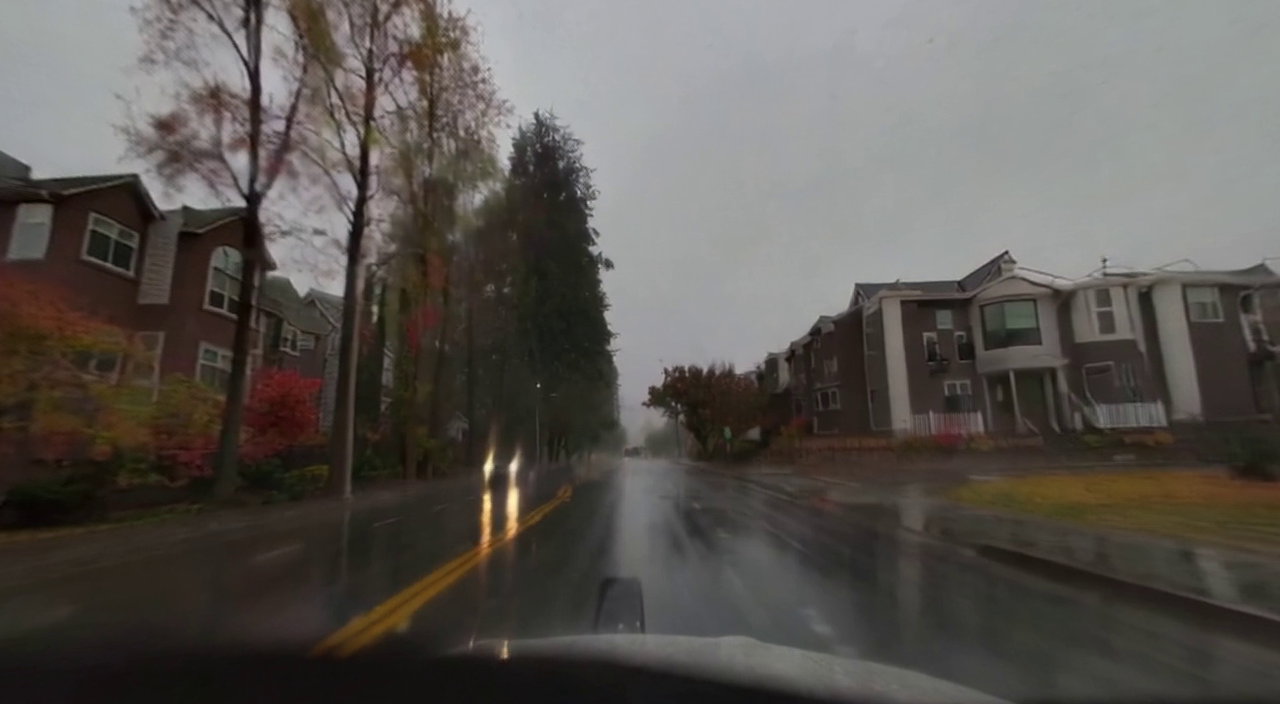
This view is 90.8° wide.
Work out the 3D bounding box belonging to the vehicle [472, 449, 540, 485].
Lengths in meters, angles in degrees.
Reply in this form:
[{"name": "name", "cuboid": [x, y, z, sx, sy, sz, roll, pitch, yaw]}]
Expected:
[{"name": "vehicle", "cuboid": [-6.125, 5.317, 29.510, 2.243, 1.476, 4.729, 0, -9, -1]}]
